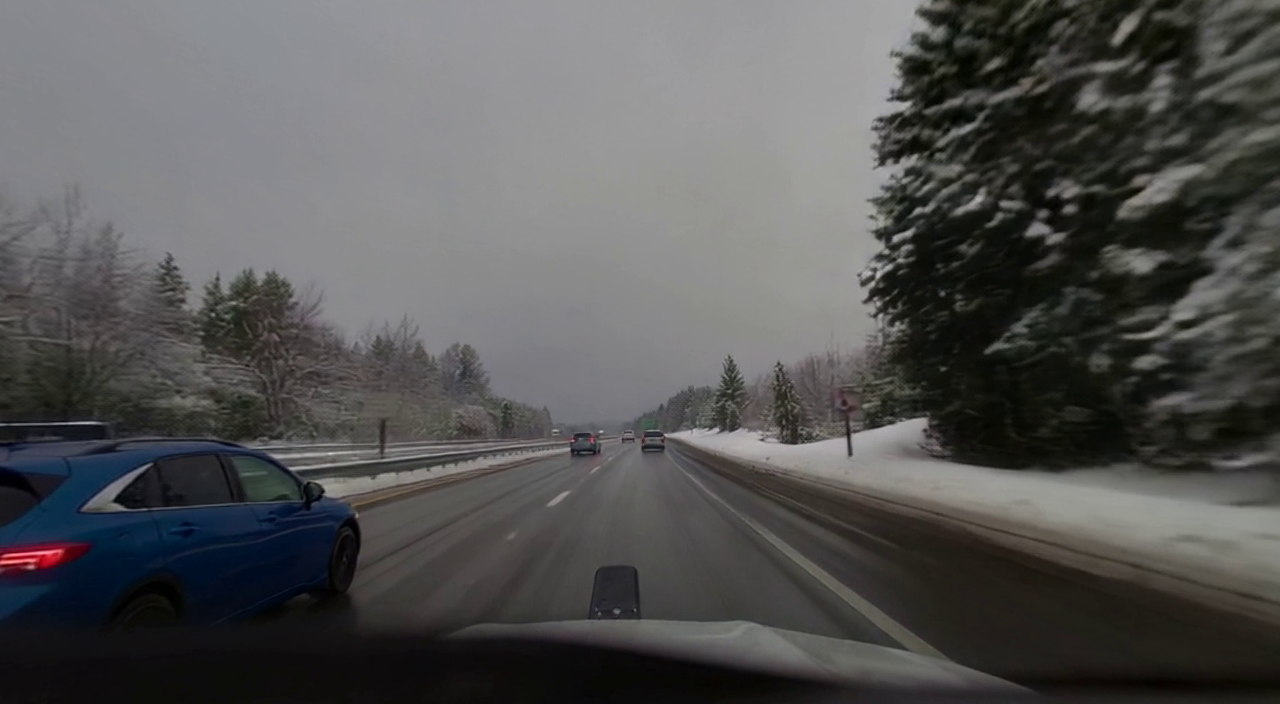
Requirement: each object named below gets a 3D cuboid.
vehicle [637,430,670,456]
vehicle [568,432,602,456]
[{"bbox_3d":[0.840,5.842,40.635,2.041,1.618,3.898,0,-8,0],"label":"vehicle"},{"bbox_3d":[-3.671,6.181,42.456,1.950,1.518,3.941,0,-8,0],"label":"vehicle"}]
